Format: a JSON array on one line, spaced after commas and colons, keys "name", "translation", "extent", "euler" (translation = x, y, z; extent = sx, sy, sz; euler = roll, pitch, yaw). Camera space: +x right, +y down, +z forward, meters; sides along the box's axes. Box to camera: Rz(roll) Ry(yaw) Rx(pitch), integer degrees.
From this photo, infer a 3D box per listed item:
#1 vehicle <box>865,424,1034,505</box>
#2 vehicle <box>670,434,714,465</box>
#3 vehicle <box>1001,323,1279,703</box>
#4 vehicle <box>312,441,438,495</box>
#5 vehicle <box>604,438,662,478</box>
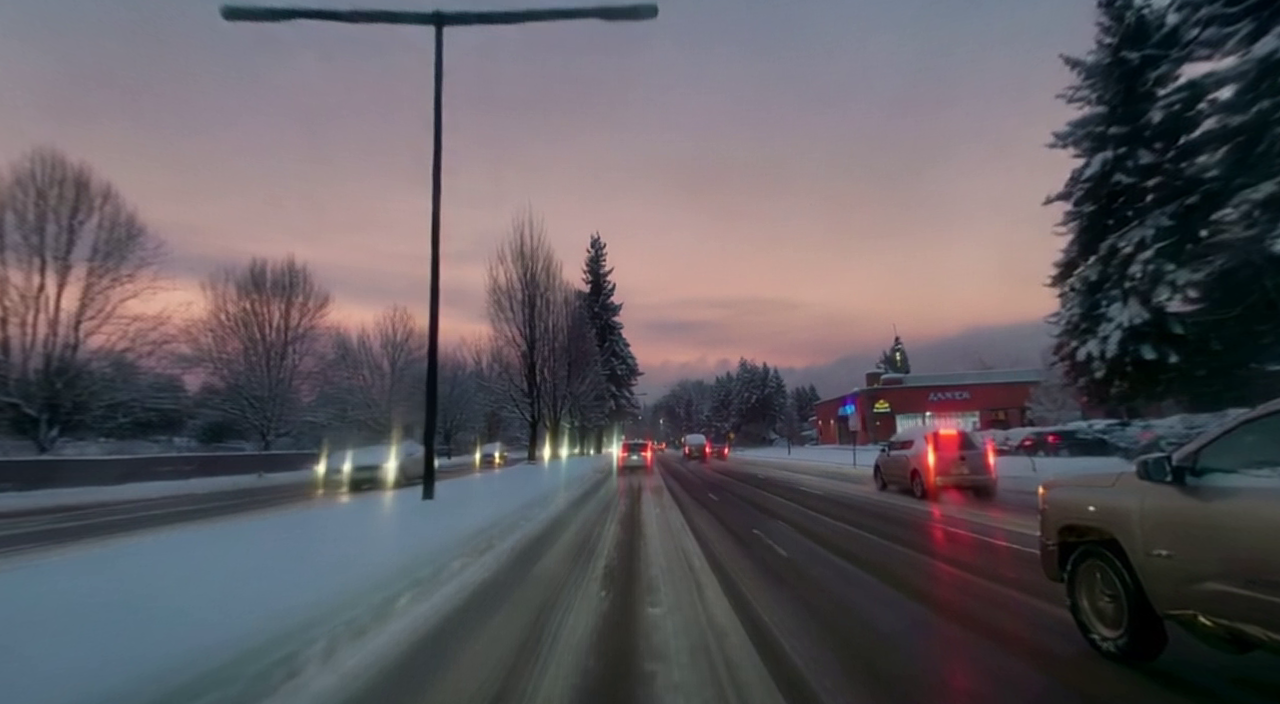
[{"name": "vehicle", "translation": [7.656, 2.814, 16.159], "extent": [2.090, 1.768, 4.407], "euler": [0, -8, 0]}, {"name": "vehicle", "translation": [3.726, 7.164, 46.257], "extent": [2.716, 2.131, 5.766], "euler": [0, -8, 0]}, {"name": "vehicle", "translation": [3.495, 0.706, 1.897], "extent": [2.090, 1.763, 4.560], "euler": [0, -8, 0]}, {"name": "vehicle", "translation": [-8.698, 3.812, 21.145], "extent": [2.082, 1.588, 4.710], "euler": [0, -8, 1]}, {"name": "vehicle", "translation": [-0.258, 4.558, 27.191], "extent": [2.315, 1.563, 4.080], "euler": [0, -8, 0]}]
